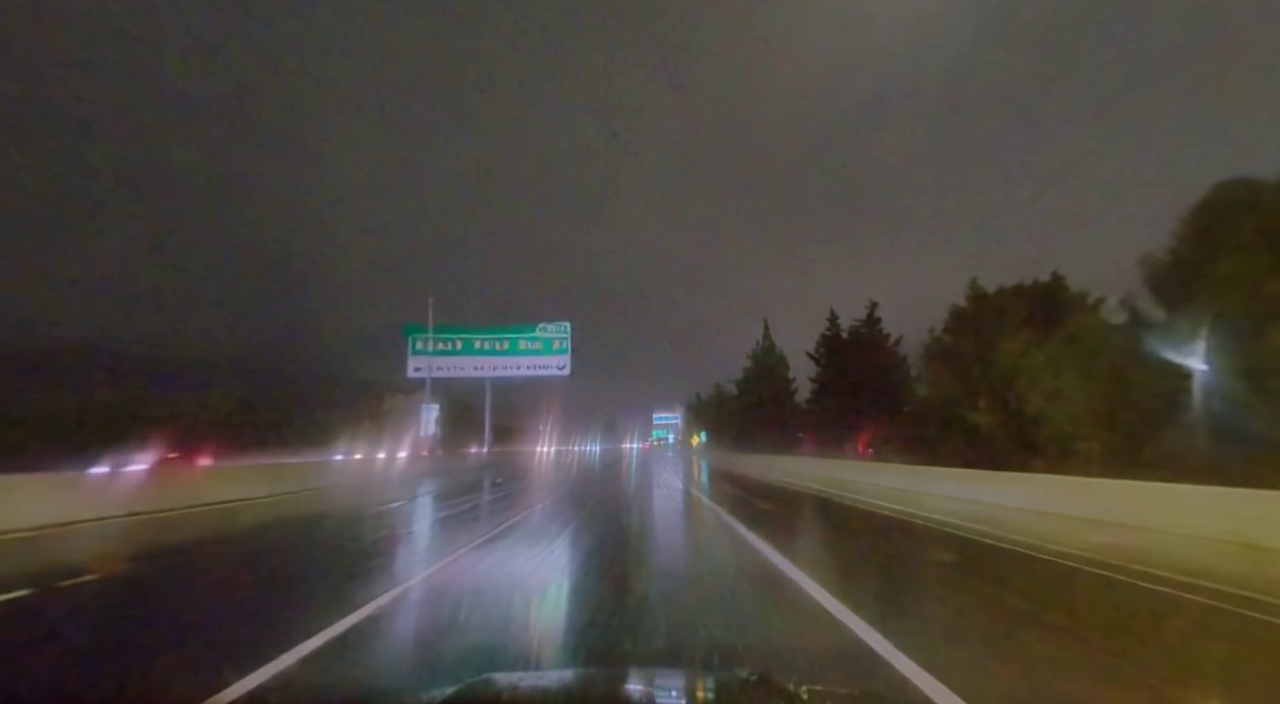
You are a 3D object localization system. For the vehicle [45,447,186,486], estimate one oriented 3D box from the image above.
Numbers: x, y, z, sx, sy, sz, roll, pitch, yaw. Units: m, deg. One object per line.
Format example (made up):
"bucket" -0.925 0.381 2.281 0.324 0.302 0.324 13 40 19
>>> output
"vehicle" -21.847 4.768 26.594 1.912 1.452 4.667 0 -8 0

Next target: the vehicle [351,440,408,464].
"vehicle" -17.857 6.874 43.518 1.925 1.533 4.589 -1 -8 1
